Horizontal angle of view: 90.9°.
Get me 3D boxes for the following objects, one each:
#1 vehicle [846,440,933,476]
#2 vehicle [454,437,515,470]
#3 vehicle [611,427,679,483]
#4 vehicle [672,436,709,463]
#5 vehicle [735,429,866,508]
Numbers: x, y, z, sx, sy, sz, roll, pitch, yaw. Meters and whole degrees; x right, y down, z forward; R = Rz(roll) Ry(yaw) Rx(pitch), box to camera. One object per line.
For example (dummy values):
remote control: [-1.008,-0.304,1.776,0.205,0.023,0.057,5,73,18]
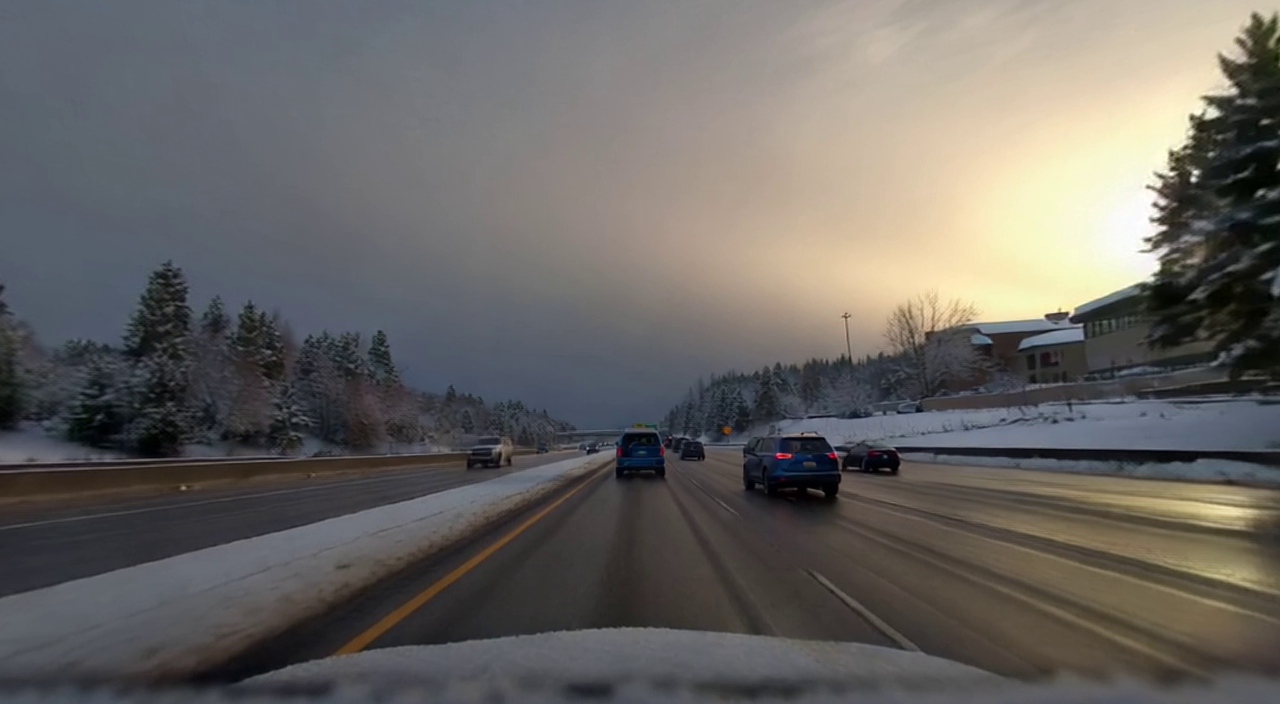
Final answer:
vehicle: [10.955,4.682,28.050,2.027,1.446,4.470,0,-8,0]
vehicle: [-10.685,7.019,43.954,2.614,2.135,6.505,0,-8,0]
vehicle: [0.174,3.832,23.685,2.290,1.862,4.454,0,-8,0]
vehicle: [3.872,7.630,49.479,2.328,1.987,5.440,0,-8,-1]
vehicle: [3.591,2.683,14.969,2.042,1.592,4.047,0,-8,0]
